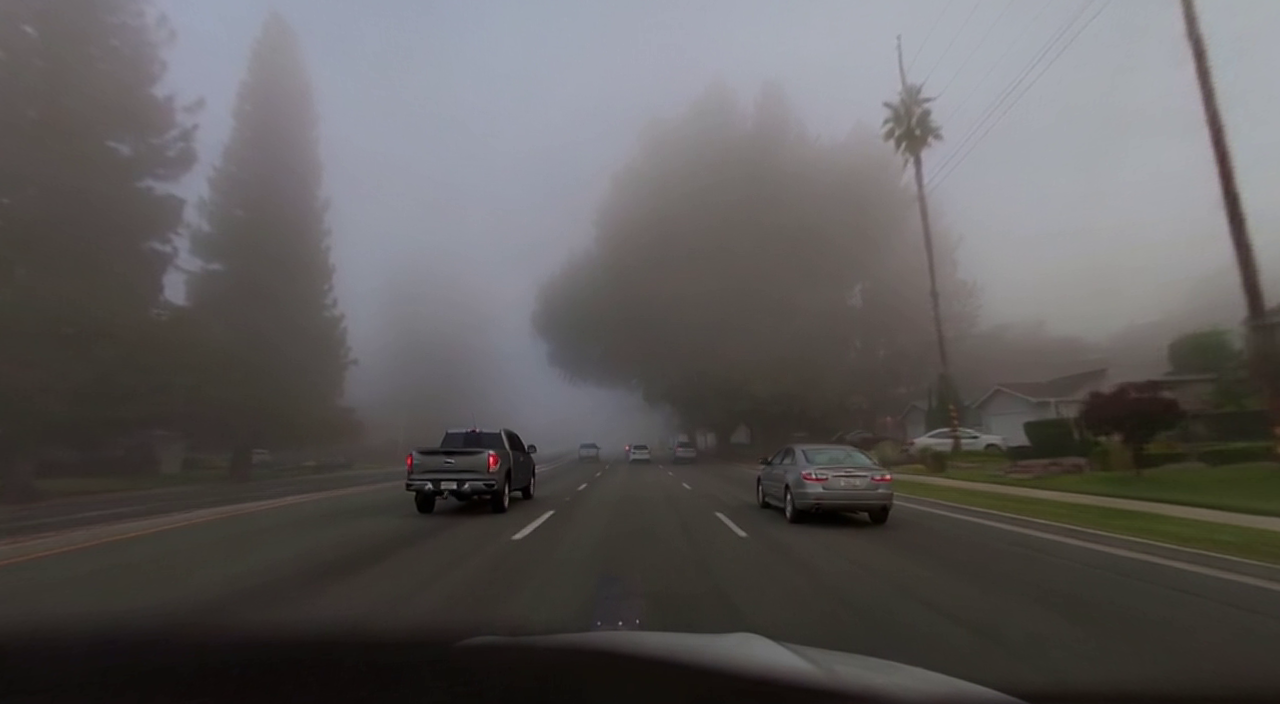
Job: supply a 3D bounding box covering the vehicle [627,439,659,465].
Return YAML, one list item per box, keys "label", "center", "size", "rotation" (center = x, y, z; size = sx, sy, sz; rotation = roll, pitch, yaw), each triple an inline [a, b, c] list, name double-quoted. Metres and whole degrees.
- label: "vehicle"
  center: [0.148, 6.651, 42.292]
  size: [1.997, 1.636, 3.760]
  rotation: [0, -8, -1]

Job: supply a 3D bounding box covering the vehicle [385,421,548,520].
- label: "vehicle"
  center: [-3.499, 2.515, 13.993]
  size: [2.111, 1.745, 5.274]
  rotation: [0, -8, 0]

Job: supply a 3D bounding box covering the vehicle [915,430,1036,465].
- label: "vehicle"
  center: [14.729, 4.217, 27.886]
  size: [4.267, 1.480, 1.817]
  rotation: [0, -8, 1]

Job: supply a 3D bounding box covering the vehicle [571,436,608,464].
- label: "vehicle"
  center: [-3.504, 6.878, 44.301]
  size: [2.218, 1.829, 4.492]
  rotation: [0, -8, 0]

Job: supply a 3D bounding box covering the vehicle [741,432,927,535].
- label: "vehicle"
  center: [3.130, 2.205, 11.242]
  size: [1.884, 1.463, 4.195]
  rotation: [0, -8, -1]

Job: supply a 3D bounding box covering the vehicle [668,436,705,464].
- label: "vehicle"
  center: [3.238, 6.899, 44.632]
  size: [2.099, 1.845, 4.363]
  rotation: [0, -8, -2]
